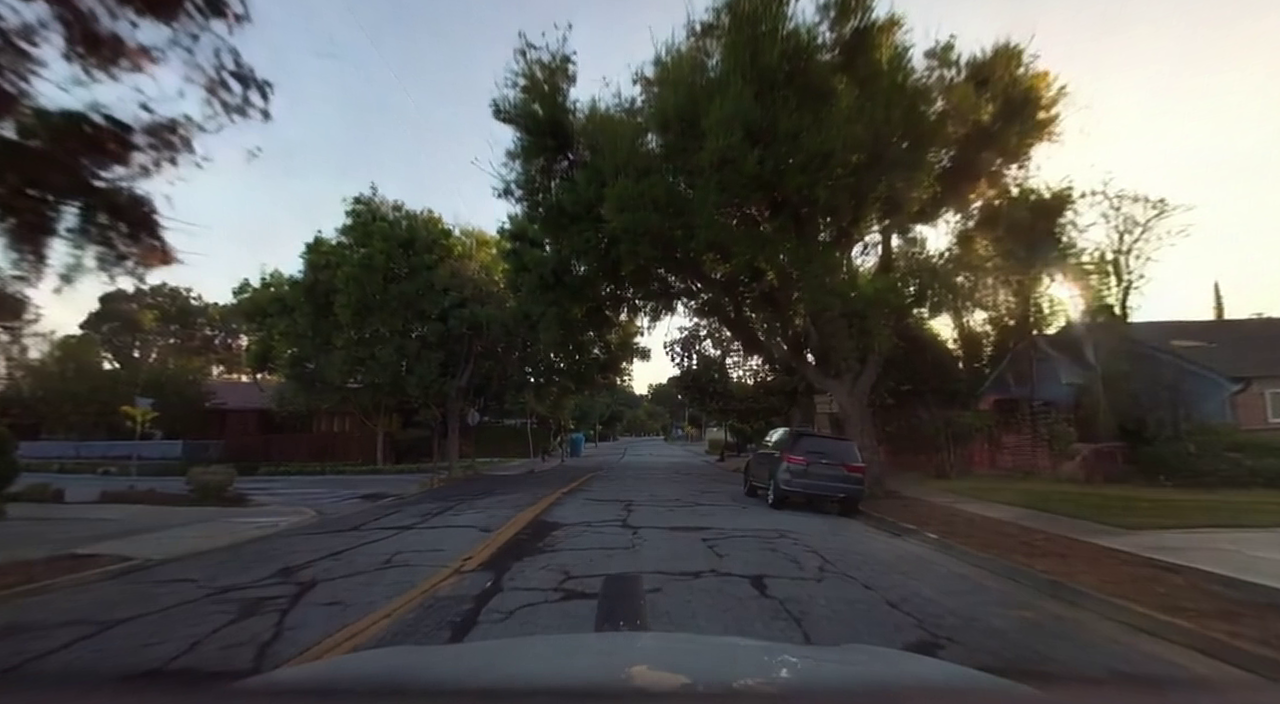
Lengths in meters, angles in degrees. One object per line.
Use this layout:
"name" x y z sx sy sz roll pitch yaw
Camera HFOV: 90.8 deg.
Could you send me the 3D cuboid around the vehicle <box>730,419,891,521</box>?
"vehicle" 3.221 2.336 13.010 2.086 1.726 4.384 0 -8 0
